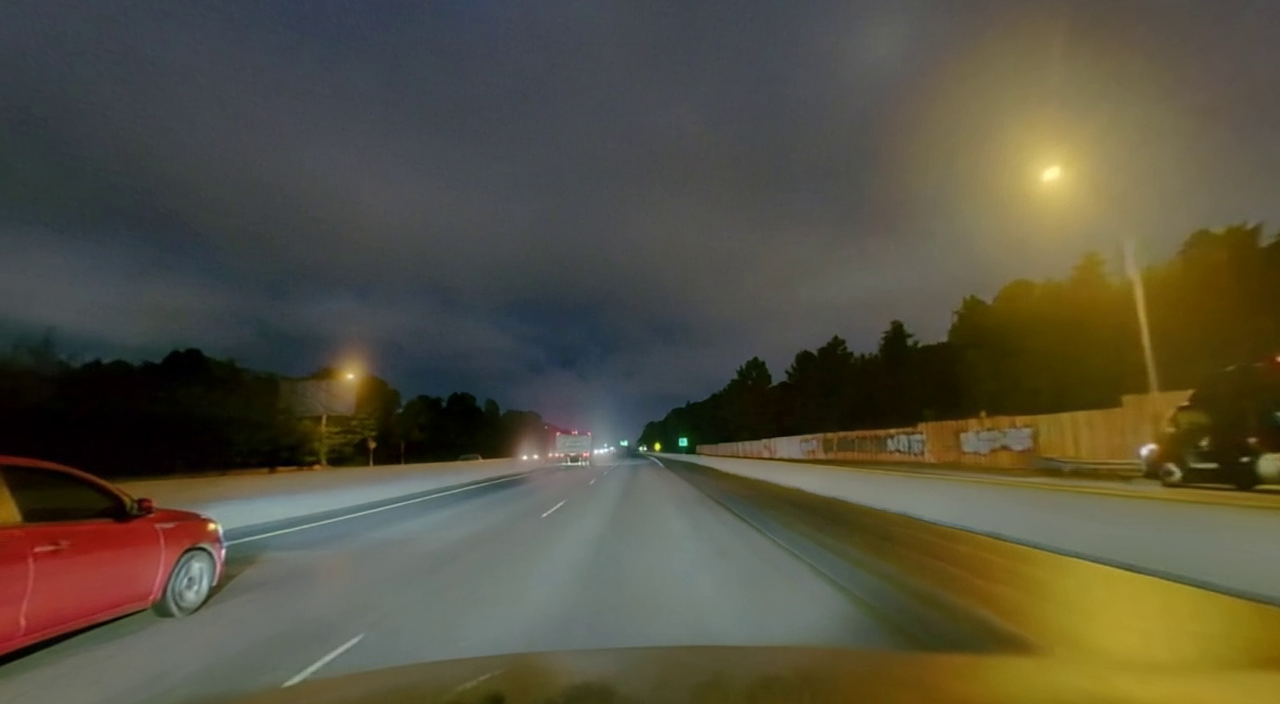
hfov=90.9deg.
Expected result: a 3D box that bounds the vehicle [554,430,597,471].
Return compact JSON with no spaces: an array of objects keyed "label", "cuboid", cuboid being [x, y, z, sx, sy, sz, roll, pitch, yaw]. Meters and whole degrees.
[{"label":"vehicle","cuboid":[-4.183,6.520,41.727,2.305,2.517,5.486,0,-9,0]}]

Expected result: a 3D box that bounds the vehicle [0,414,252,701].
[{"label":"vehicle","cuboid":[-4.352,1.046,3.077,2.024,1.476,4.466,0,-9,1]}]

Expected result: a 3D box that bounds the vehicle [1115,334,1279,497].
[{"label":"vehicle","cuboid":[16.974,1.728,16.608,3.087,3.935,6.471,1,-9,-8]}]
